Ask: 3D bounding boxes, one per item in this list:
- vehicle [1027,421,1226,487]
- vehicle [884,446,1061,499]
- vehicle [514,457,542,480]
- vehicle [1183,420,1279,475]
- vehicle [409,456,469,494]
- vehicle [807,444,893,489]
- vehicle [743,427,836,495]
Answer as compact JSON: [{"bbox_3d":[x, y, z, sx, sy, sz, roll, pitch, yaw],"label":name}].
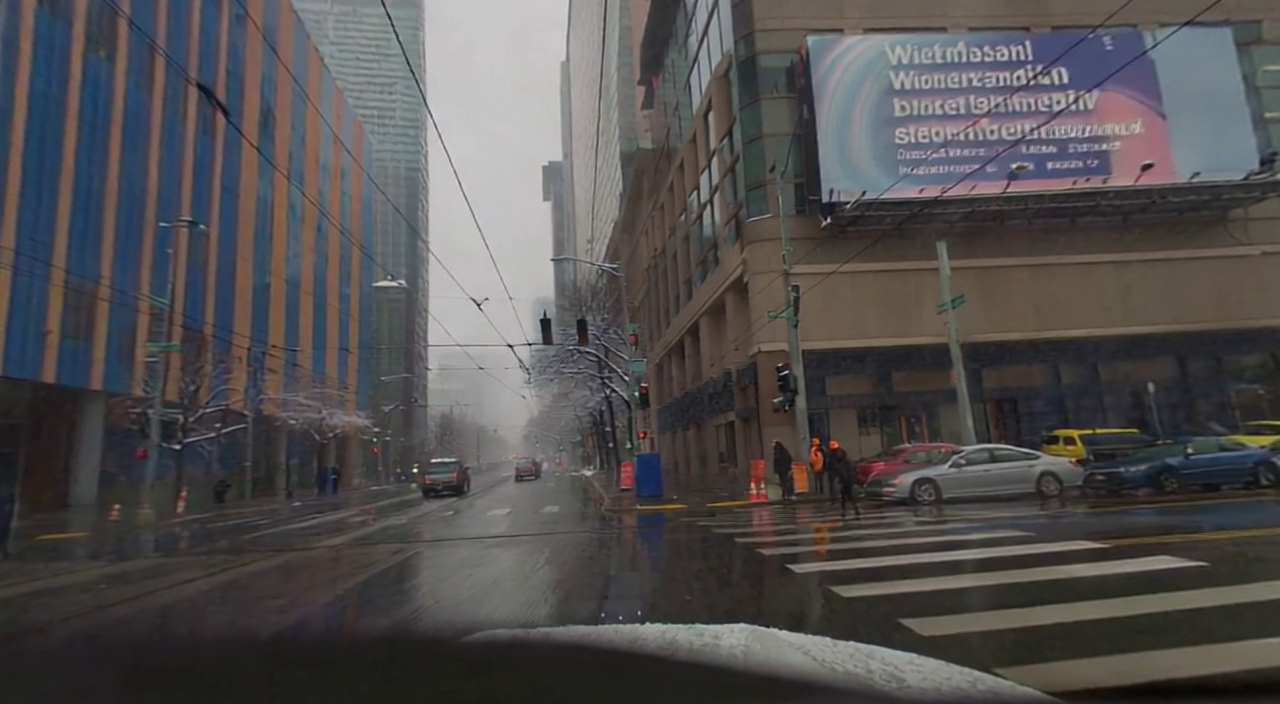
[{"bbox_3d":[15.534,3.269,20.343,4.944,1.946,1.952,1,-8,-6],"label":"vehicle"},{"bbox_3d":[10.199,3.669,19.527,4.697,1.510,1.596,1,-8,-8],"label":"vehicle"},{"bbox_3d":[-8.276,8.608,46.945,1.797,1.490,4.549,1,-9,-7],"label":"vehicle"},{"bbox_3d":[21.177,3.195,21.130,4.431,1.713,1.906,1,-9,-6],"label":"vehicle"},{"bbox_3d":[-10.680,6.547,33.973,2.121,1.792,4.510,1,-9,-5],"label":"vehicle"},{"bbox_3d":[8.421,4.630,25.734,1.856,1.627,4.098,2,-10,-4],"label":"vehicle"},{"bbox_3d":[5.827,4.268,25.306,2.316,2.425,4.466,1,-7,-5],"label":"vehicle"}]
